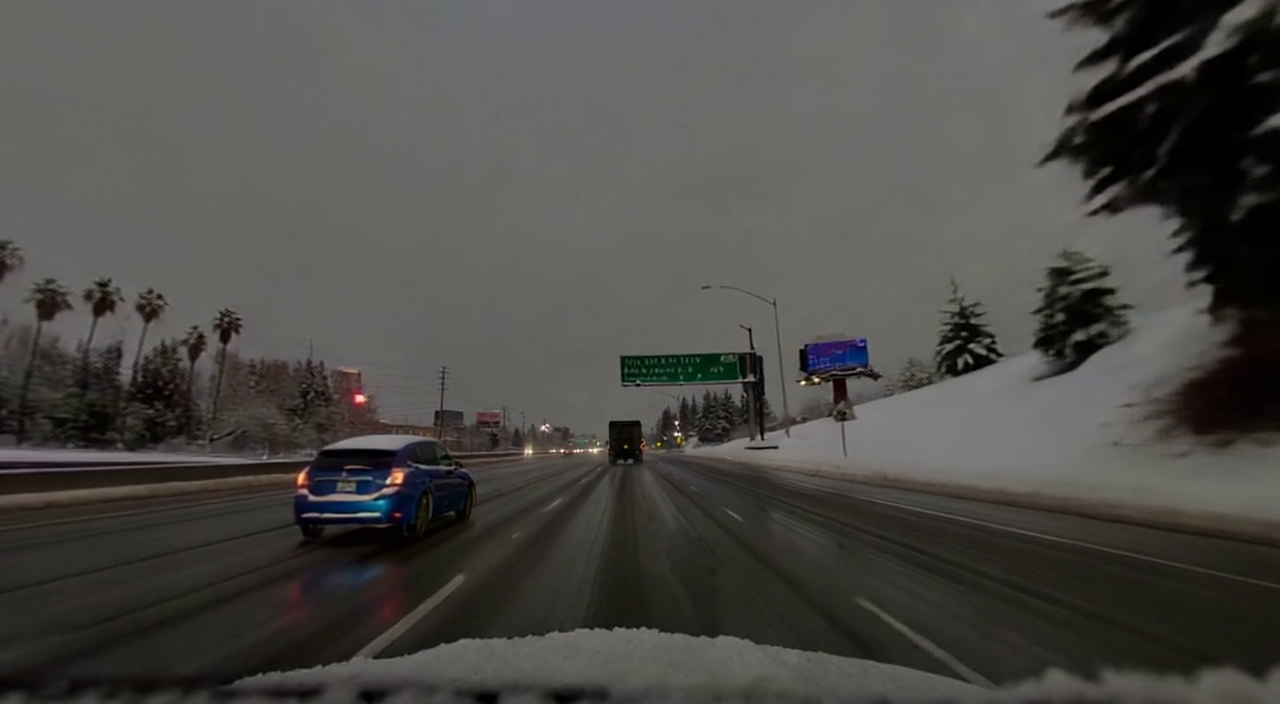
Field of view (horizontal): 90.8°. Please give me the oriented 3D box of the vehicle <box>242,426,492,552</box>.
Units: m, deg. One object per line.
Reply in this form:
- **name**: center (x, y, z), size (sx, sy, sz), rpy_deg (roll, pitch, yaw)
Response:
- **vehicle**: center (-4.067, 2.112, 10.571), size (2.021, 1.598, 4.887), rpy_deg (0, -8, 0)

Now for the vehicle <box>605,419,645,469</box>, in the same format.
- **vehicle**: center (-1.006, 5.880, 40.455), size (2.364, 2.953, 6.495), rpy_deg (0, -8, -2)
